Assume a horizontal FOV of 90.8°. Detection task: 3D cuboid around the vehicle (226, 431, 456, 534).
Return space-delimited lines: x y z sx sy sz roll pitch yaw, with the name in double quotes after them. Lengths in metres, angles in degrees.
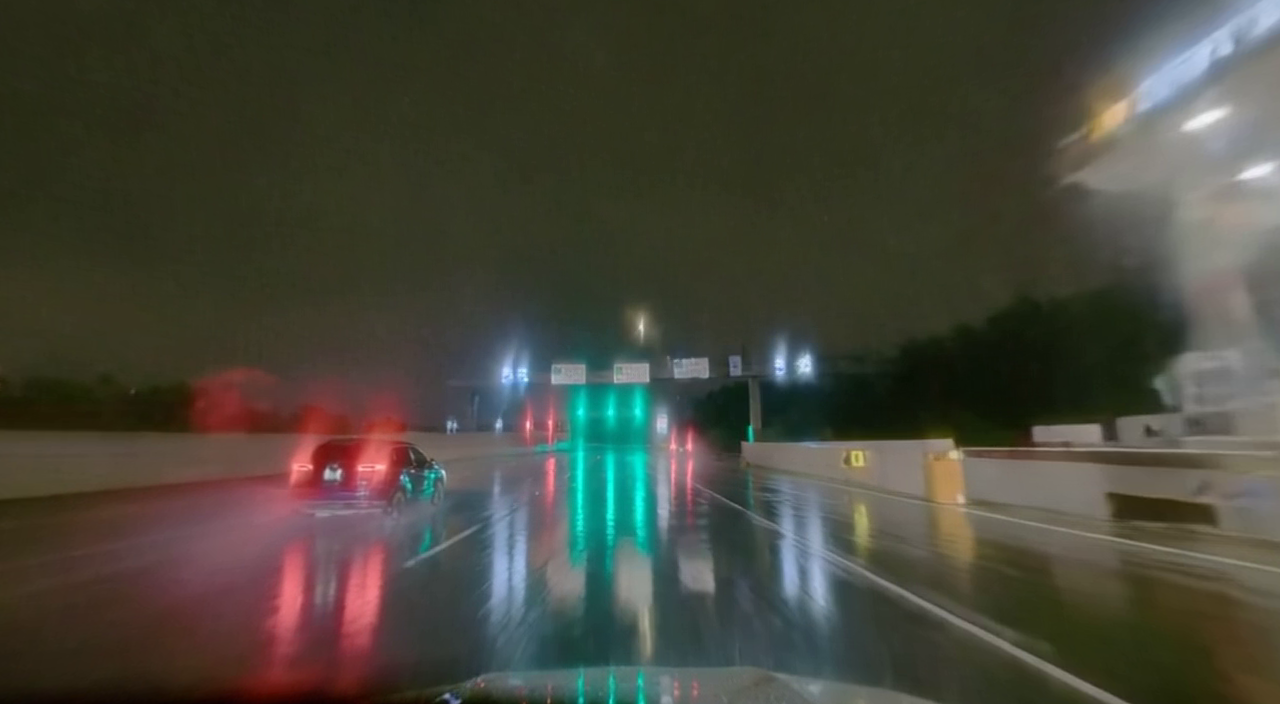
-4.921 2.188 11.262 1.981 1.465 4.334 0 -8 0 "vehicle"
